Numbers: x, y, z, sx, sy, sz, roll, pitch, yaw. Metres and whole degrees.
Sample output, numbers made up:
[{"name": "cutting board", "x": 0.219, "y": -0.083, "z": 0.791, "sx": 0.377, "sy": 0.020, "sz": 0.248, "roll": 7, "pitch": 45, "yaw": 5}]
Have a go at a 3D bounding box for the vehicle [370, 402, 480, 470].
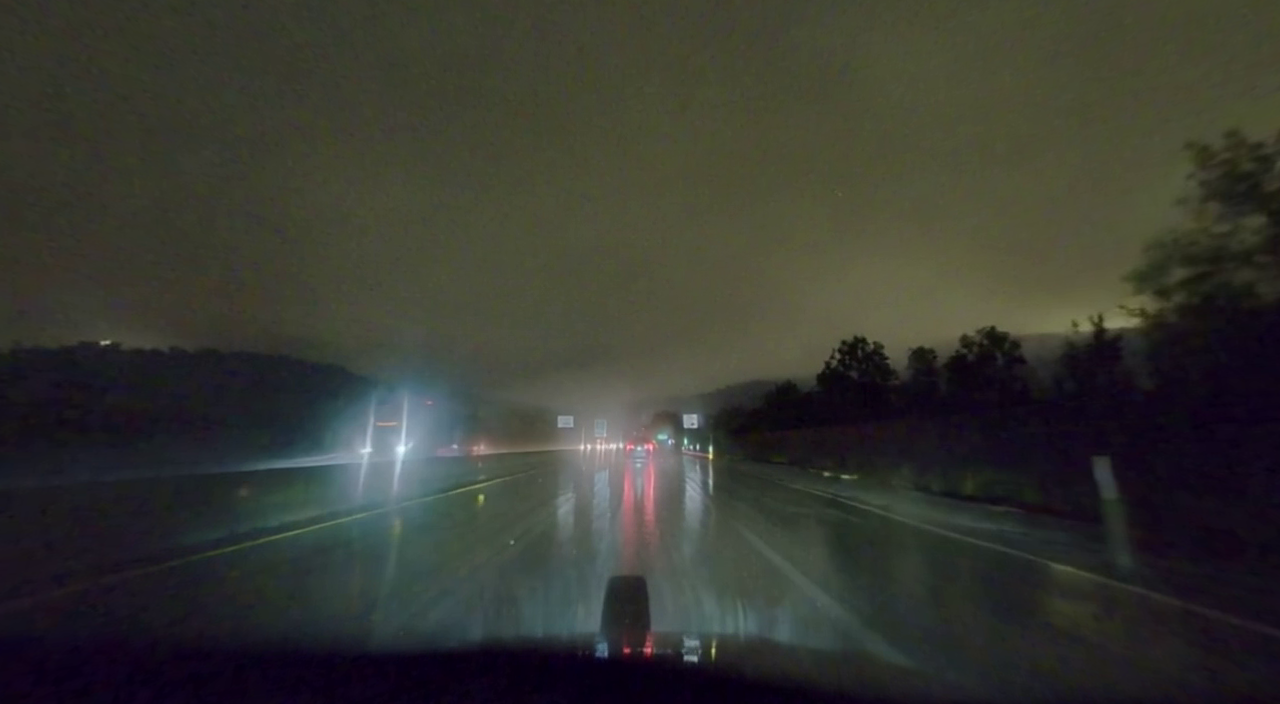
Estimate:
[{"name": "vehicle", "x": -14.851, "y": 6.122, "z": 45.360, "sx": 2.953, "sy": 4.112, "sz": 14.059, "roll": 0, "pitch": -8, "yaw": 0}]
